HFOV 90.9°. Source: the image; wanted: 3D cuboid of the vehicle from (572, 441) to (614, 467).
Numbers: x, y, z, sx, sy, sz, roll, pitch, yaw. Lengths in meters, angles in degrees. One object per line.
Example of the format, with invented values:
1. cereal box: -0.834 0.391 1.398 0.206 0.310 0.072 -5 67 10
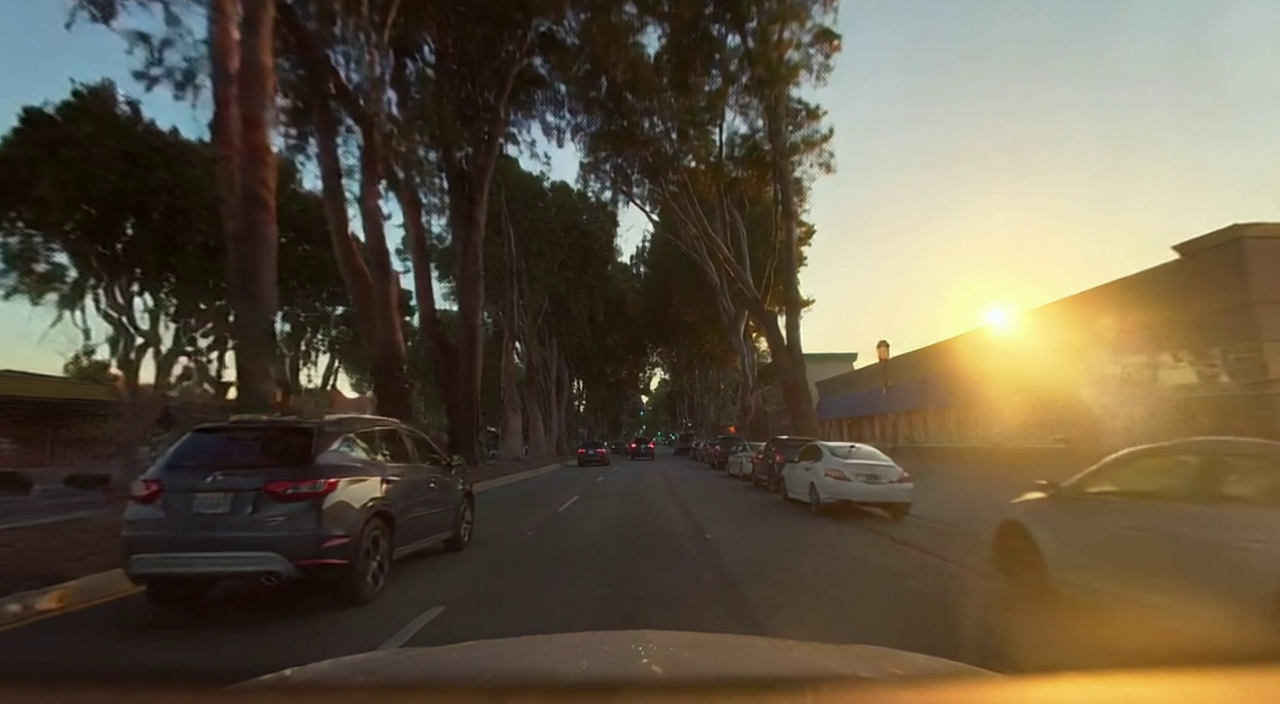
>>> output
1. vehicle: -2.848 6.265 39.008 2.151 1.484 4.468 0 -8 1

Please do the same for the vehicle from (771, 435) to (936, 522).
1. vehicle: 4.181 2.530 13.205 1.887 1.517 4.257 0 -8 -1

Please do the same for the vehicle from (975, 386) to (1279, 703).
1. vehicle: 4.260 1.125 3.965 1.940 1.669 4.142 0 -8 -1

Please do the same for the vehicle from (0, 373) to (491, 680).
1. vehicle: -3.144 1.317 5.981 2.186 1.708 4.746 0 -8 1

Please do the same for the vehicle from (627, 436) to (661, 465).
1. vehicle: 0.264 6.399 41.049 2.075 1.770 4.018 0 -8 0
